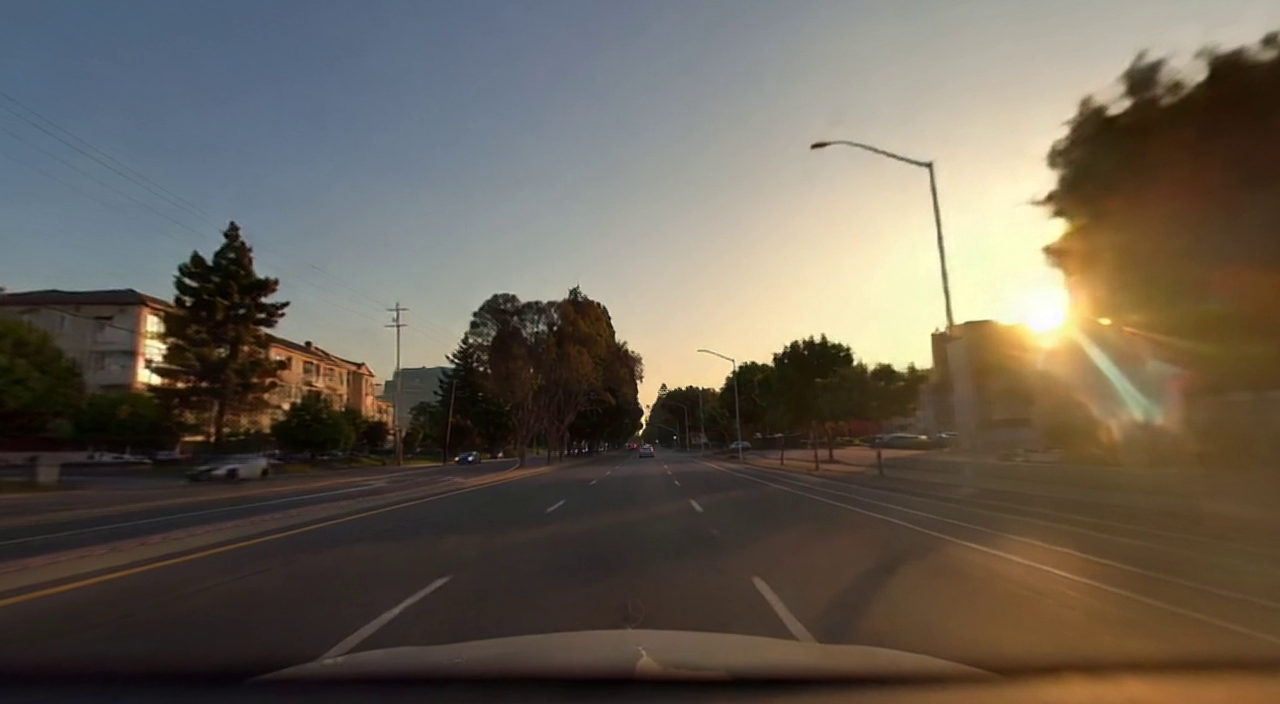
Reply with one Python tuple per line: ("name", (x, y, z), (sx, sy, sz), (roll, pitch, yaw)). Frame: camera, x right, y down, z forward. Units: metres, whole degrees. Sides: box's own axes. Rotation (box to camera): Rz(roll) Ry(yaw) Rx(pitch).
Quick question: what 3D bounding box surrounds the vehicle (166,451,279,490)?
("vehicle", (-20.173, 5.716, 30.777), (2.025, 1.643, 4.880), (-2, -8, 3))
